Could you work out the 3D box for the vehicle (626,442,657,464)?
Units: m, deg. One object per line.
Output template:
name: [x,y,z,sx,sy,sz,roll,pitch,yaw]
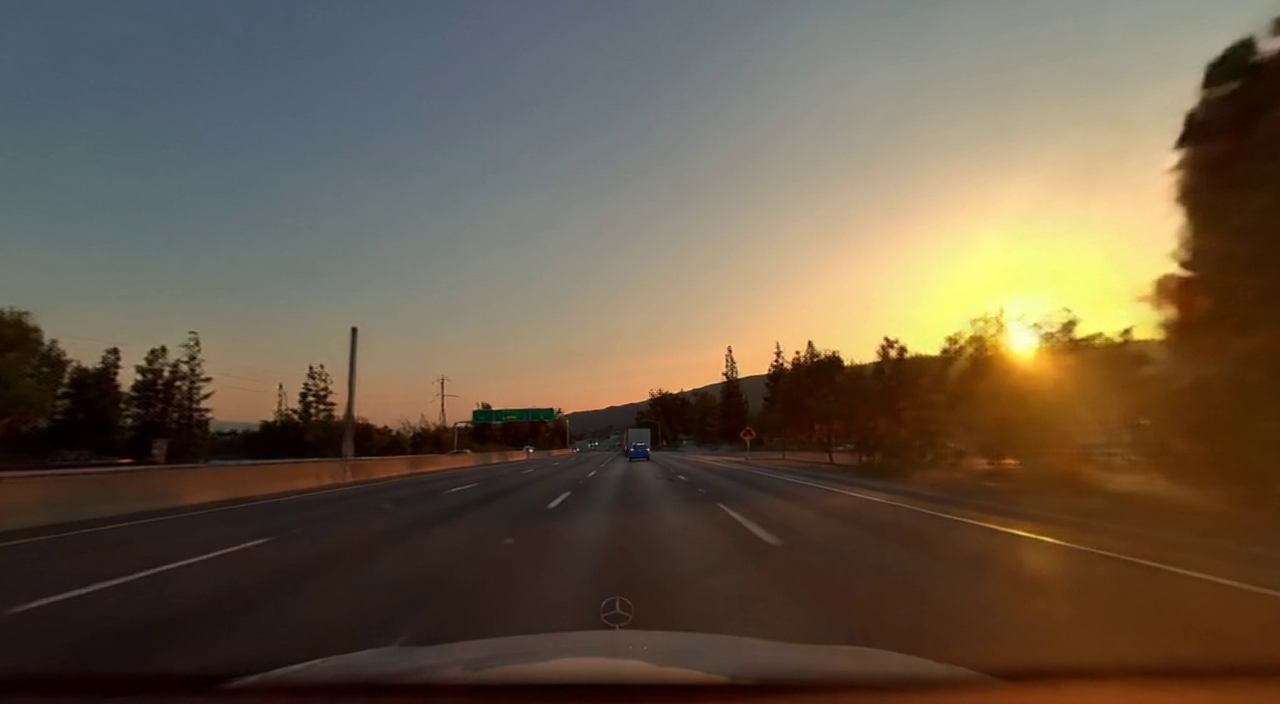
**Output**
vehicle: [0.098,6.942,43.353,2.028,1.440,3.690,0,-8,-1]
